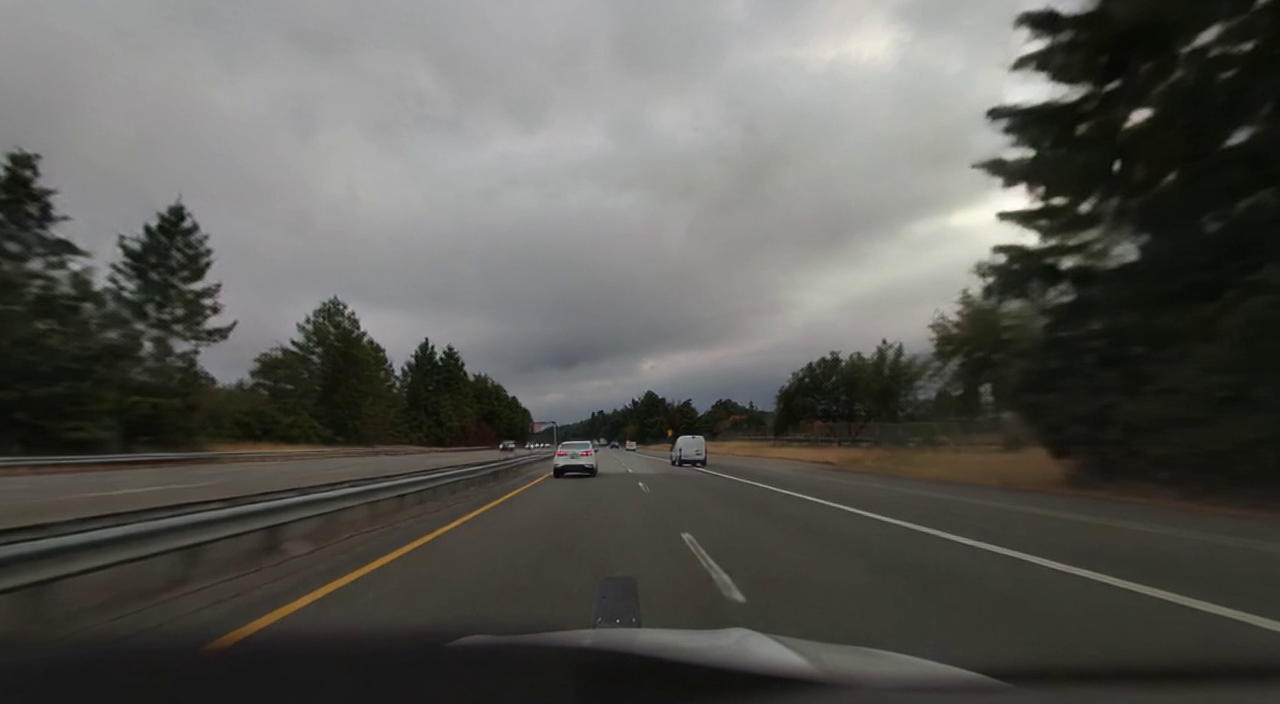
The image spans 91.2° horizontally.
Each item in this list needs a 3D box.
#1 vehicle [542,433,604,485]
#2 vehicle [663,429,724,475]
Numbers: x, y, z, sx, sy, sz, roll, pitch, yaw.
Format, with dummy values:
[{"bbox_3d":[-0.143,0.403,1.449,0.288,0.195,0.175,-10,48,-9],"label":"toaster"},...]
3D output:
[{"bbox_3d":[-2.373,3.892,23.112,1.963,1.711,4.284,0,-9,-2],"label":"vehicle"},{"bbox_3d":[2.395,4.669,29.306,2.179,1.930,4.538,0,-9,-3],"label":"vehicle"}]
